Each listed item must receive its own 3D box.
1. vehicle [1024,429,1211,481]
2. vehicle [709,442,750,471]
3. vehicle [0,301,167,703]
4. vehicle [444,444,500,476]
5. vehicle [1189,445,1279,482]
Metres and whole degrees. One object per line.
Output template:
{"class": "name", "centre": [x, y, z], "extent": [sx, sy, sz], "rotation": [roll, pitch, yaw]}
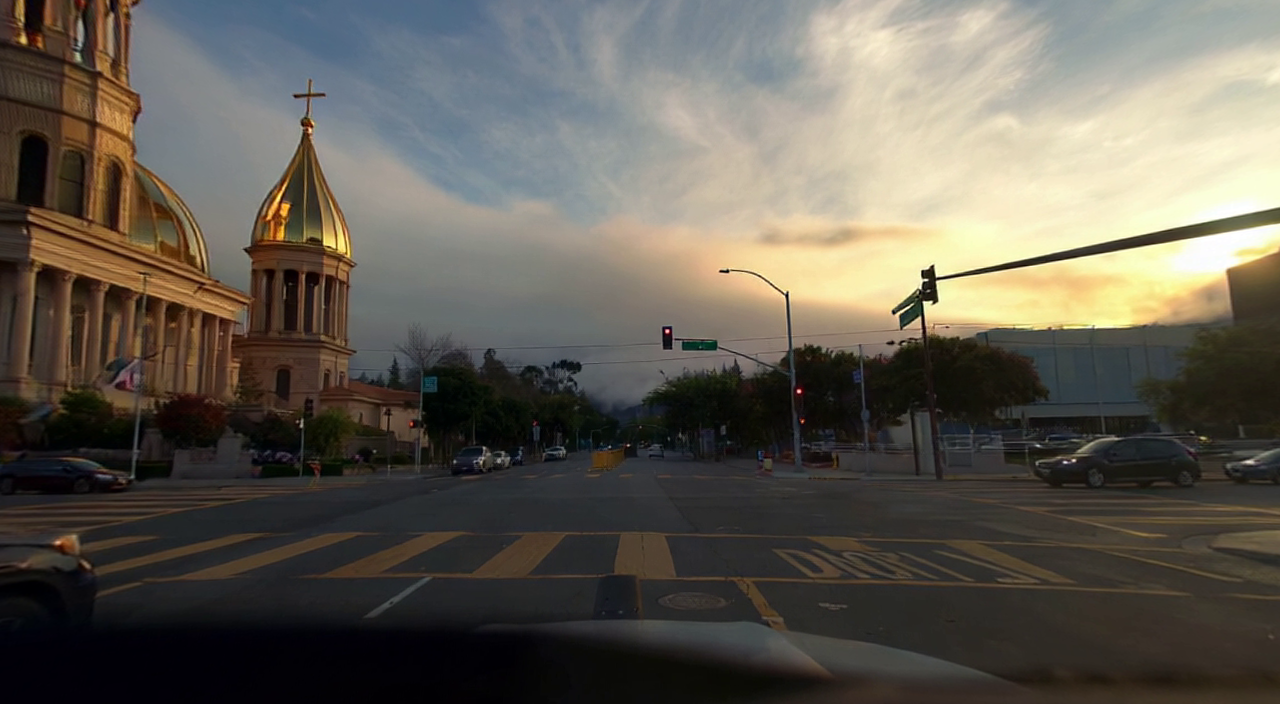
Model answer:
{"class": "vehicle", "centre": [19.877, 4.291, 26.550], "extent": [5.852, 2.057, 2.361], "rotation": [0, -8, 0]}
{"class": "vehicle", "centre": [5.824, 6.850, 41.489], "extent": [1.969, 1.776, 4.329], "rotation": [0, -8, -1]}
{"class": "vehicle", "centre": [-3.886, 0.503, 0.706], "extent": [2.251, 2.009, 5.688], "rotation": [0, -8, 0]}
{"class": "vehicle", "centre": [-10.229, 6.610, 38.956], "extent": [2.076, 1.876, 4.669], "rotation": [0, -8, 1]}
{"class": "vehicle", "centre": [26.384, 4.682, 26.682], "extent": [4.561, 1.475, 1.850], "rotation": [0, -8, 0]}
